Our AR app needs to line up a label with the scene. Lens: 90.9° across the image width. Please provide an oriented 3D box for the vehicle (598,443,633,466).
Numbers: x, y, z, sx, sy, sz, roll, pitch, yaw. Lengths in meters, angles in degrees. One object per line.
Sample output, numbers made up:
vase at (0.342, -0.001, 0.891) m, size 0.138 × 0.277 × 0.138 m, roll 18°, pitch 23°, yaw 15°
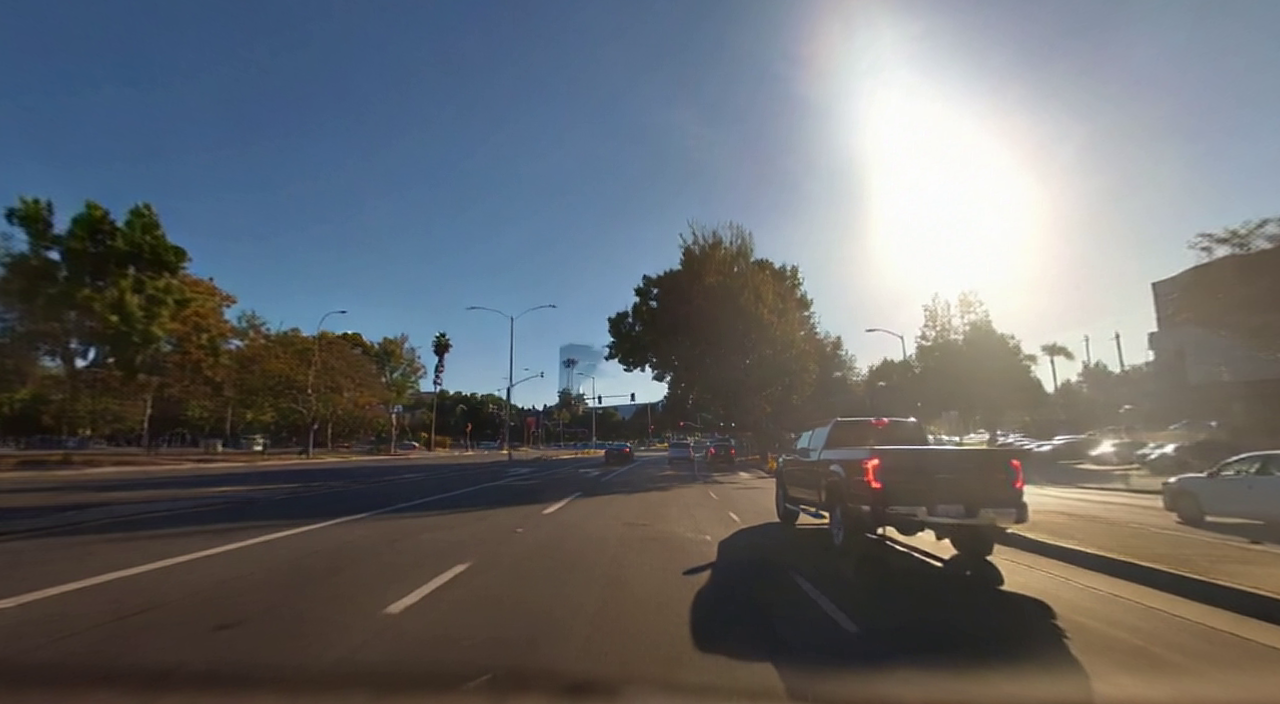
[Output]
vehicle at (-1.684, 7.232, 44.663) m, size 1.958 × 1.542 × 4.175 m, roll -1°, pitch -8°, yaw 5°

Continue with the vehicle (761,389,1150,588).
vehicle at (3.403, 1.652, 8.609) m, size 2.333 × 1.777 × 5.713 m, roll 0°, pitch -8°, yaw 0°

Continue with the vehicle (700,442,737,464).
vehicle at (5.867, 7.630, 47.651) m, size 2.292 × 1.563 × 4.734 m, roll 0°, pitch -8°, yaw 2°

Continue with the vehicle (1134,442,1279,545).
vehicle at (10.545, 2.210, 9.877) m, size 1.963 × 1.513 × 4.600 m, roll 1°, pitch -8°, yaw 1°
